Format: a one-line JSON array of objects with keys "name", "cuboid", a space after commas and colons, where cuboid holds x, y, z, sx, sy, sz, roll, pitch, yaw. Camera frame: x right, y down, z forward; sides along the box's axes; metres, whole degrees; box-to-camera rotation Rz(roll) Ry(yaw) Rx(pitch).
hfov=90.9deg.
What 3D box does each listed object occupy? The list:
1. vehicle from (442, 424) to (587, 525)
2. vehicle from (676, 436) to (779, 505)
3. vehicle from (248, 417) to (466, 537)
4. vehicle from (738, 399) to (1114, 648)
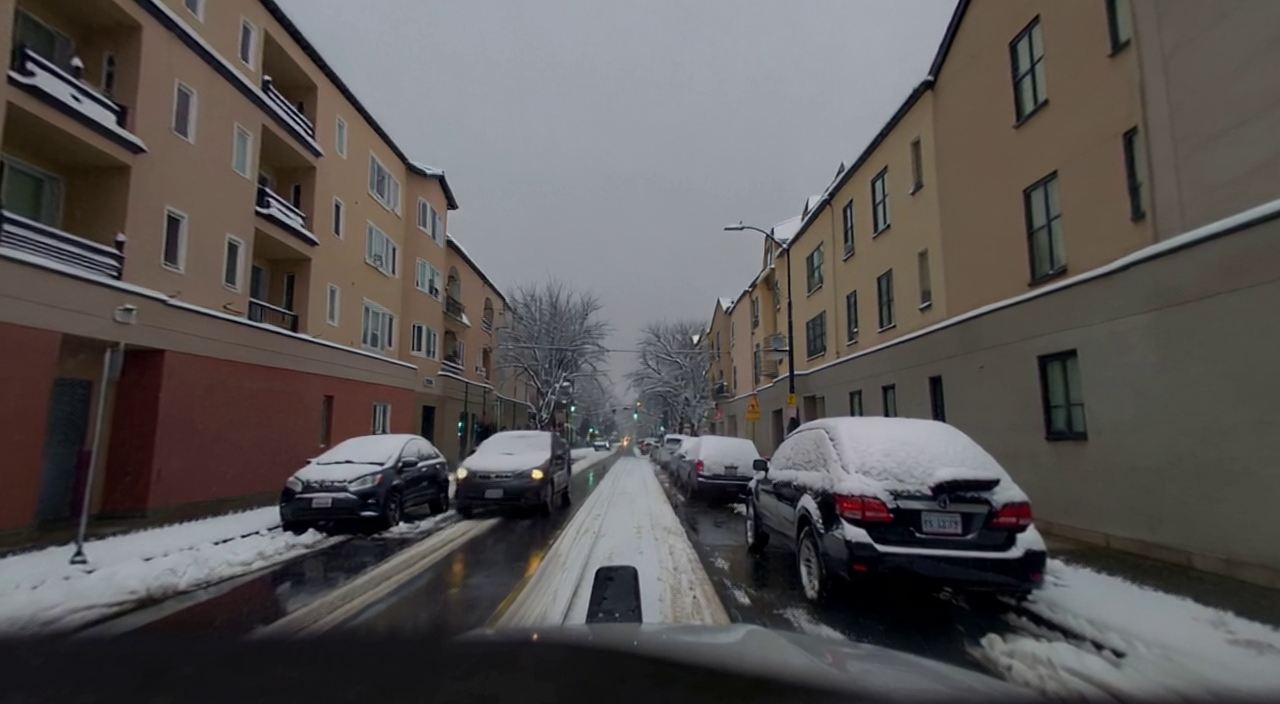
[{"name": "vehicle", "cuboid": [-2.084, 2.122, 11.449, 1.845, 1.544, 3.388, 0, -8, 1]}, {"name": "vehicle", "cuboid": [1.983, 2.817, 15.585, 1.786, 1.447, 4.314, 0, -8, -2]}, {"name": "vehicle", "cuboid": [-4.556, 2.098, 11.039, 1.883, 1.499, 4.426, 6, -9, -3]}, {"name": "vehicle", "cuboid": [2.261, 1.433, 6.321, 1.839, 1.678, 3.918, 0, -8, -1]}]
